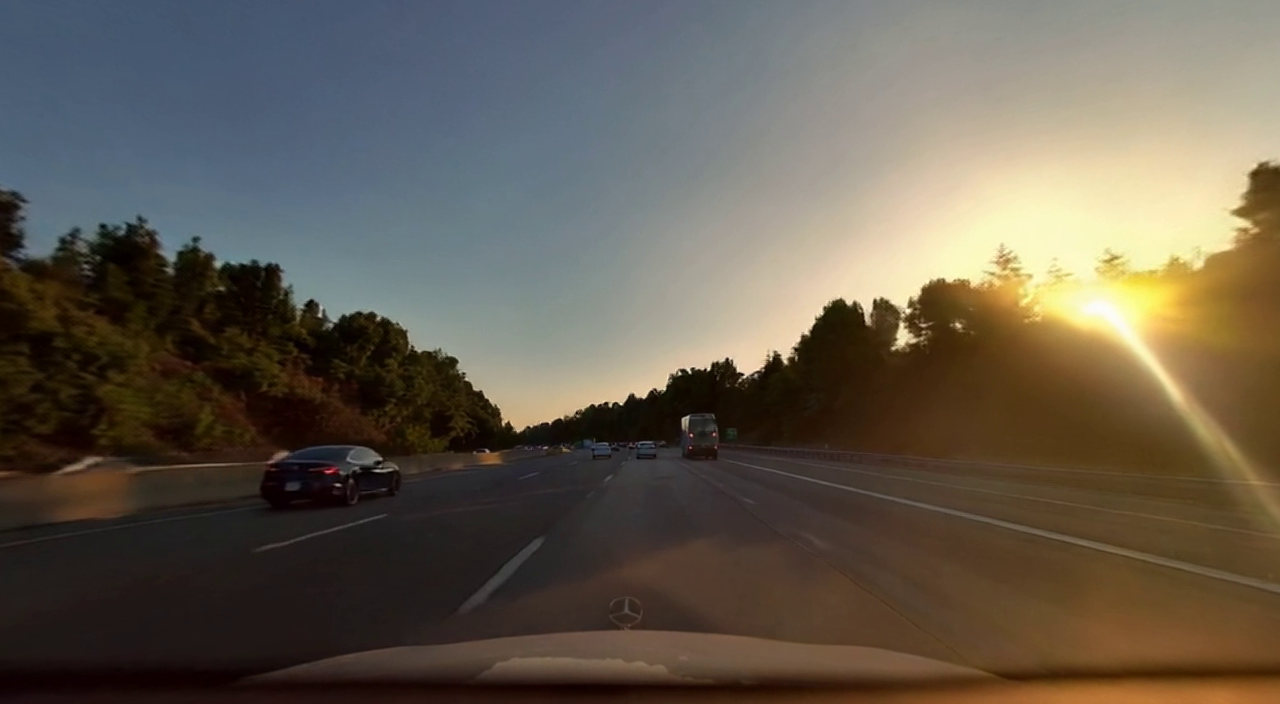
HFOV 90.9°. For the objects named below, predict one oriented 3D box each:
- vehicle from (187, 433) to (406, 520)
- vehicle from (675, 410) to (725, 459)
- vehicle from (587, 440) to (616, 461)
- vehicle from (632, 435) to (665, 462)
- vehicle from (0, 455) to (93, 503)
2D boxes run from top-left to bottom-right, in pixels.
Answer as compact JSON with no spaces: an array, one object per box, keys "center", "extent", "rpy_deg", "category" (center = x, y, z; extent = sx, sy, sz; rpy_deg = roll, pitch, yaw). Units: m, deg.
[{"center":[-6.972,2.577,13.572],"extent":[1.947,1.513,4.751],"rpy_deg":[-1,-9,2],"category":"vehicle"},{"center":[4.574,6.650,49.973],"extent":[2.855,3.423,9.485],"rpy_deg":[0,-9,-1],"category":"vehicle"},{"center":[-2.983,7.737,49.588],"extent":[2.025,1.571,3.662],"rpy_deg":[-1,-9,1],"category":"vehicle"},{"center":[0.620,6.947,45.265],"extent":[2.212,1.807,4.372],"rpy_deg":[-1,-9,1],"category":"vehicle"},{"center":[-21.065,4.159,20.777],"extent":[1.877,1.483,4.644],"rpy_deg":[-1,-9,0],"category":"vehicle"}]
